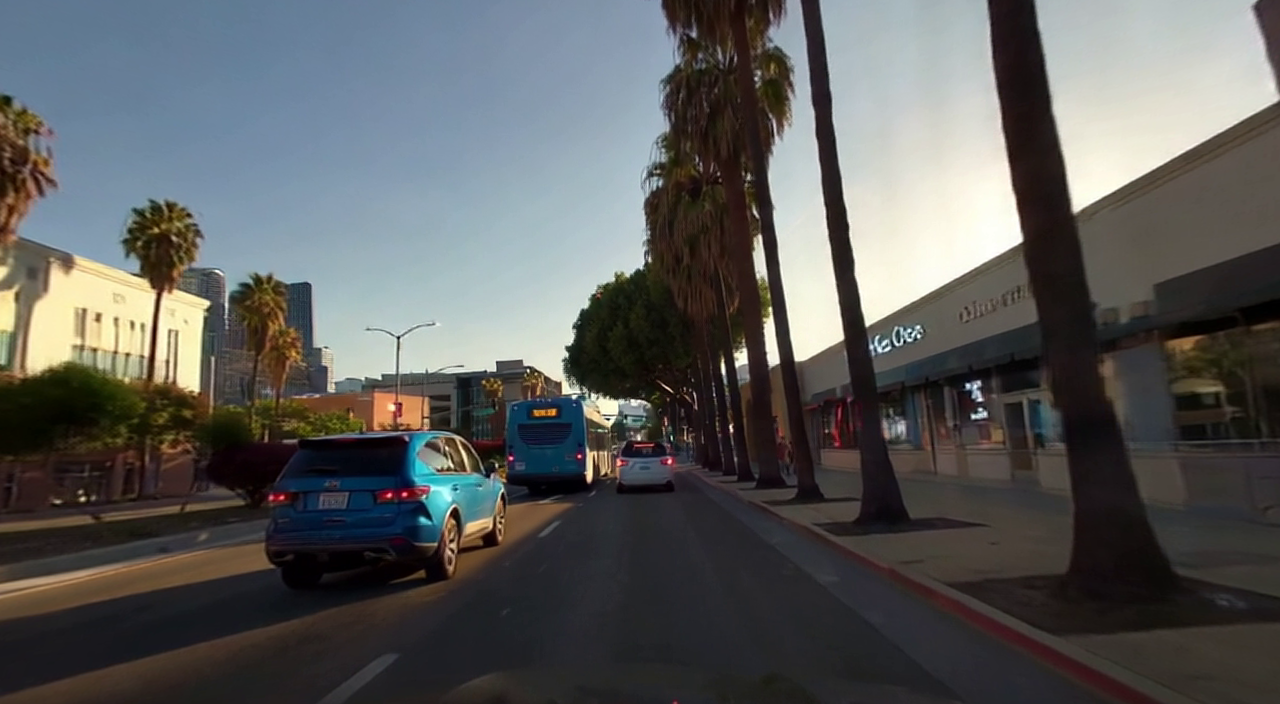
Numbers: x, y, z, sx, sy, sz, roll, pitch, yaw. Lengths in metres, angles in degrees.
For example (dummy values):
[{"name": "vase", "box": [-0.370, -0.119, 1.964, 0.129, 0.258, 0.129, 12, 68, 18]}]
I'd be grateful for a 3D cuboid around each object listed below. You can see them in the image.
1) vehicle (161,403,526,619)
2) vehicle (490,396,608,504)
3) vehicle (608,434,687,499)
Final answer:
[{"name": "vehicle", "box": [-2.930, 1.686, 7.692, 2.124, 1.799, 4.587, 0, -8, 1]}, {"name": "vehicle", "box": [-2.842, 3.442, 22.430, 2.775, 3.064, 8.297, 0, -8, 1]}, {"name": "vehicle", "box": [0.220, 3.372, 18.931, 2.120, 1.727, 3.917, 0, -8, 1]}]
